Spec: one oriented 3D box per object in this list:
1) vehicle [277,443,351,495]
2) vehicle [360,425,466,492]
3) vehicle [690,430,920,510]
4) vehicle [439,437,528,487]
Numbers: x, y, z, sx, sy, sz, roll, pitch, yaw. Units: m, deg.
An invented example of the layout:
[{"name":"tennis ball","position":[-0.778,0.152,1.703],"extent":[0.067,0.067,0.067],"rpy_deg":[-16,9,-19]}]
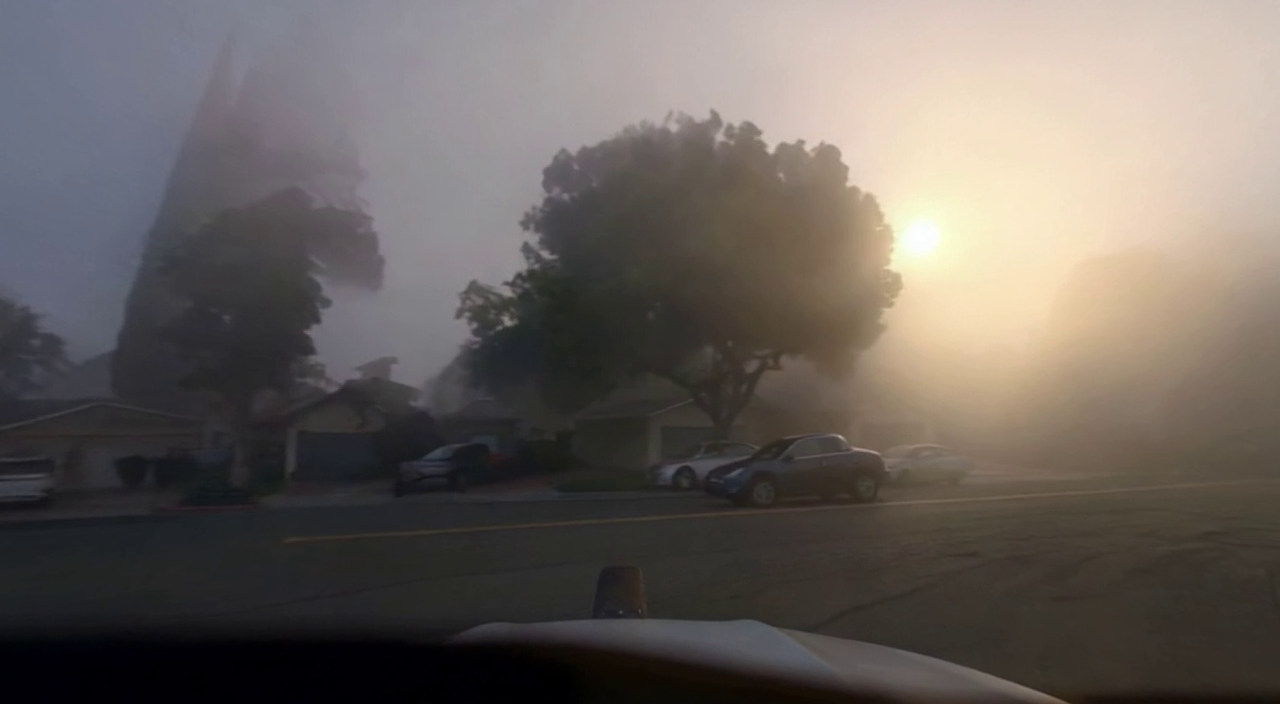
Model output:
[{"name":"vehicle","position":[-10.808,3.791,20.831],"extent":[1.833,1.540,3.532],"rpy_deg":[5,-10,-31]},{"name":"vehicle","position":[-8.083,3.714,22.146],"extent":[2.455,2.018,5.271],"rpy_deg":[5,-11,-30]},{"name":"vehicle","position":[3.942,2.886,15.703],"extent":[5.082,1.789,1.947],"rpy_deg":[0,-9,-4]},{"name":"vehicle","position":[-6.075,4.166,24.226],"extent":[2.160,1.695,4.183],"rpy_deg":[5,-10,-30]}]
